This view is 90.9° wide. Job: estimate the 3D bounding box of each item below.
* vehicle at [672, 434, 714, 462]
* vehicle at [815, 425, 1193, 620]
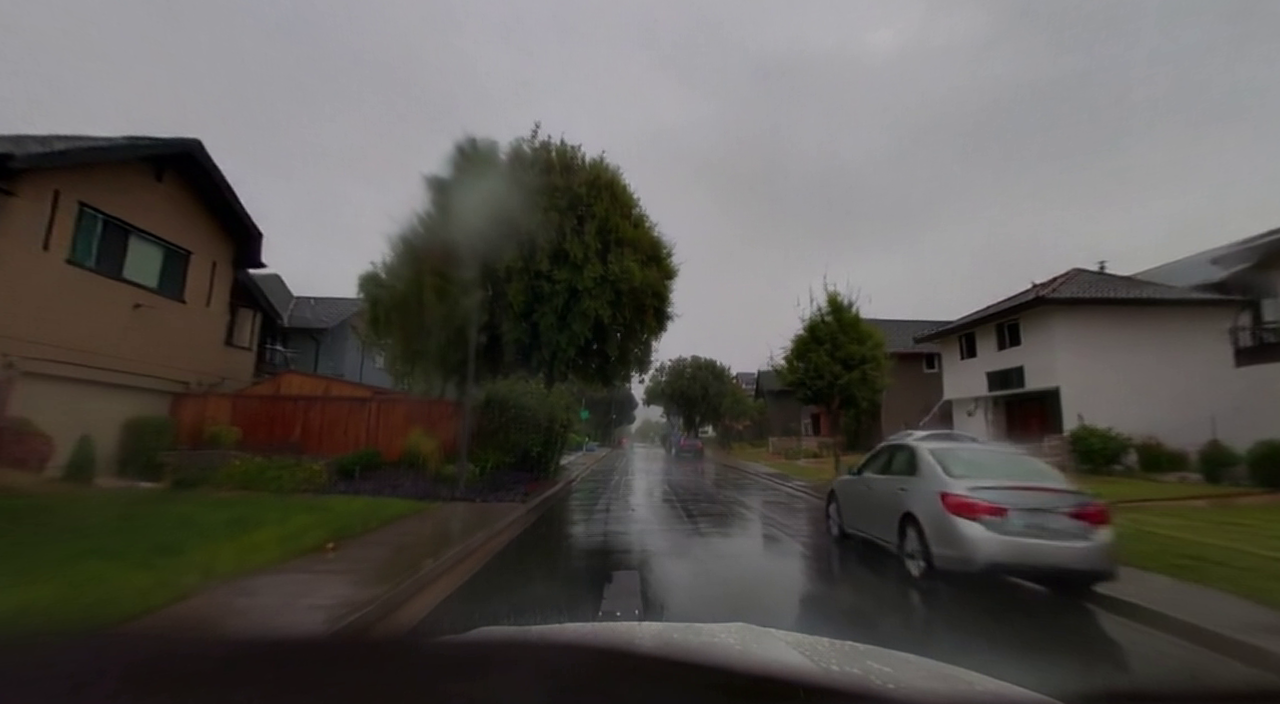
[{"bbox_3d":[3.077,5.607,37.126,1.955,1.498,4.046,0,-7,-3],"label":"vehicle"},{"bbox_3d":[3.353,1.561,6.815,1.838,1.496,3.735,0,-7,0],"label":"vehicle"}]
